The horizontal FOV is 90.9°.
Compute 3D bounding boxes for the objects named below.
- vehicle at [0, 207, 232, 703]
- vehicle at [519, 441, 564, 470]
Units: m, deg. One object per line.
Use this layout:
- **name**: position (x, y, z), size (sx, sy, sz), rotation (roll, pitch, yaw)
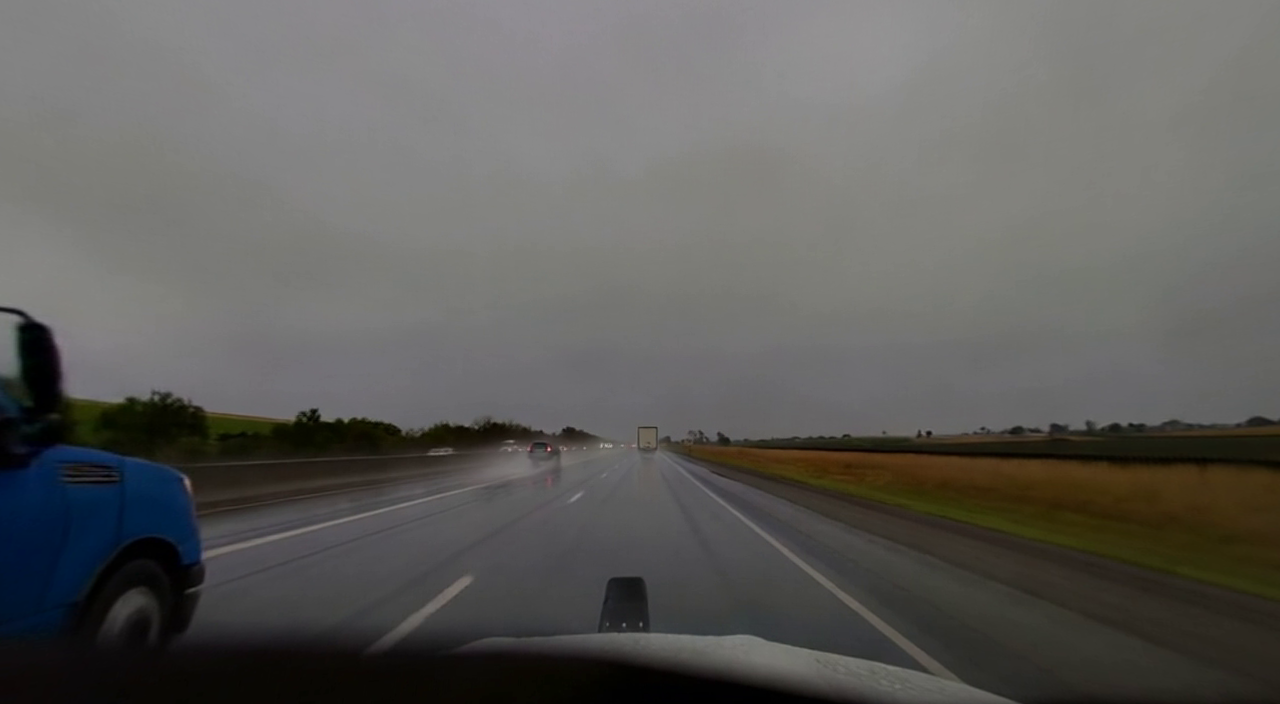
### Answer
- **vehicle**: position (-3.814, 0.316, 0.215), size (2.791, 2.330, 6.725), rotation (0, -9, 0)
- **vehicle**: position (-6.784, 7.149, 43.913), size (2.193, 1.866, 4.807), rotation (0, -9, 2)
